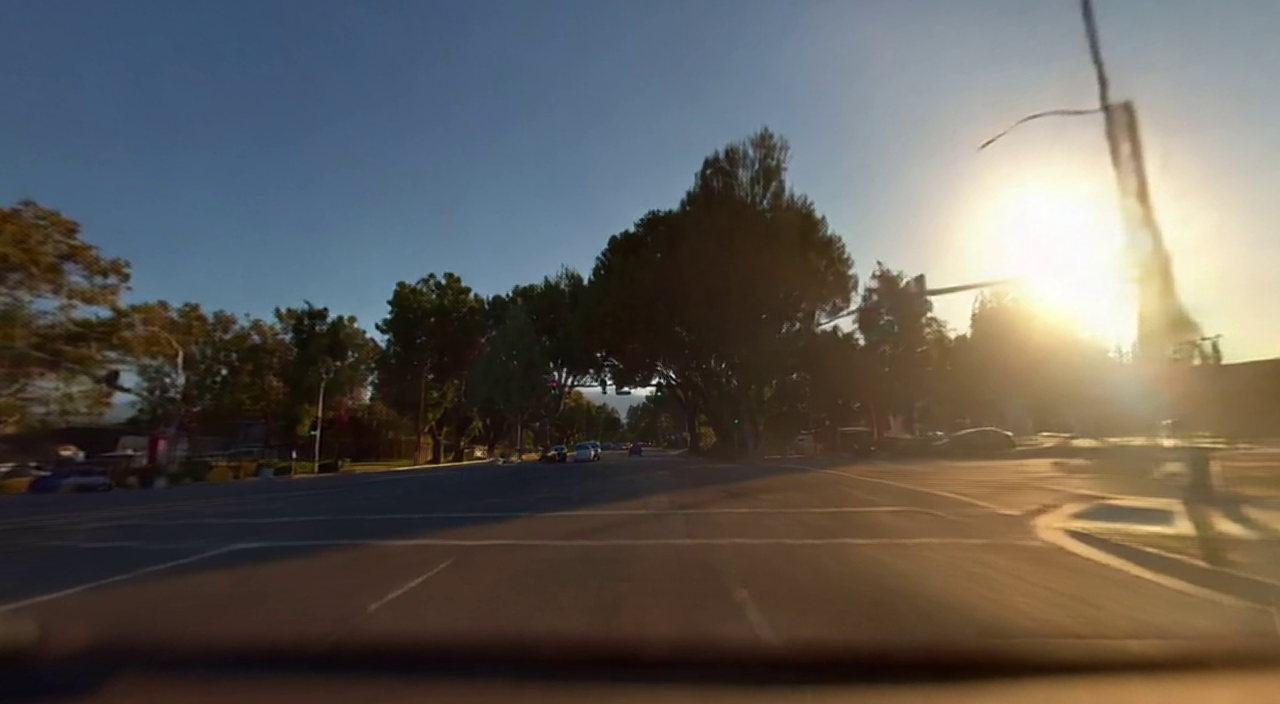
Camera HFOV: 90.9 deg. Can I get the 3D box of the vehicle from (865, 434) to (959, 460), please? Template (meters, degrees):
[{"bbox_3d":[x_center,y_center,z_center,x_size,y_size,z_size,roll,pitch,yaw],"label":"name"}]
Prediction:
[{"bbox_3d":[15.918,5.576,37.005,4.582,1.436,2.073,1,-9,-7],"label":"vehicle"}]

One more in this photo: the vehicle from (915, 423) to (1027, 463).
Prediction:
[{"bbox_3d":[17.809,4.915,34.021,4.721,1.637,2.256,-4,-8,-9],"label":"vehicle"}]

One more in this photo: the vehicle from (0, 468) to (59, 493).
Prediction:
[{"bbox_3d":[-46.201,9.598,47.203,1.710,1.593,4.501,2,-9,-12],"label":"vehicle"}]

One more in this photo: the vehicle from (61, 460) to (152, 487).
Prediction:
[{"bbox_3d":[-40.625,9.230,48.154,2.122,1.822,4.986,-2,-9,9],"label":"vehicle"}]
